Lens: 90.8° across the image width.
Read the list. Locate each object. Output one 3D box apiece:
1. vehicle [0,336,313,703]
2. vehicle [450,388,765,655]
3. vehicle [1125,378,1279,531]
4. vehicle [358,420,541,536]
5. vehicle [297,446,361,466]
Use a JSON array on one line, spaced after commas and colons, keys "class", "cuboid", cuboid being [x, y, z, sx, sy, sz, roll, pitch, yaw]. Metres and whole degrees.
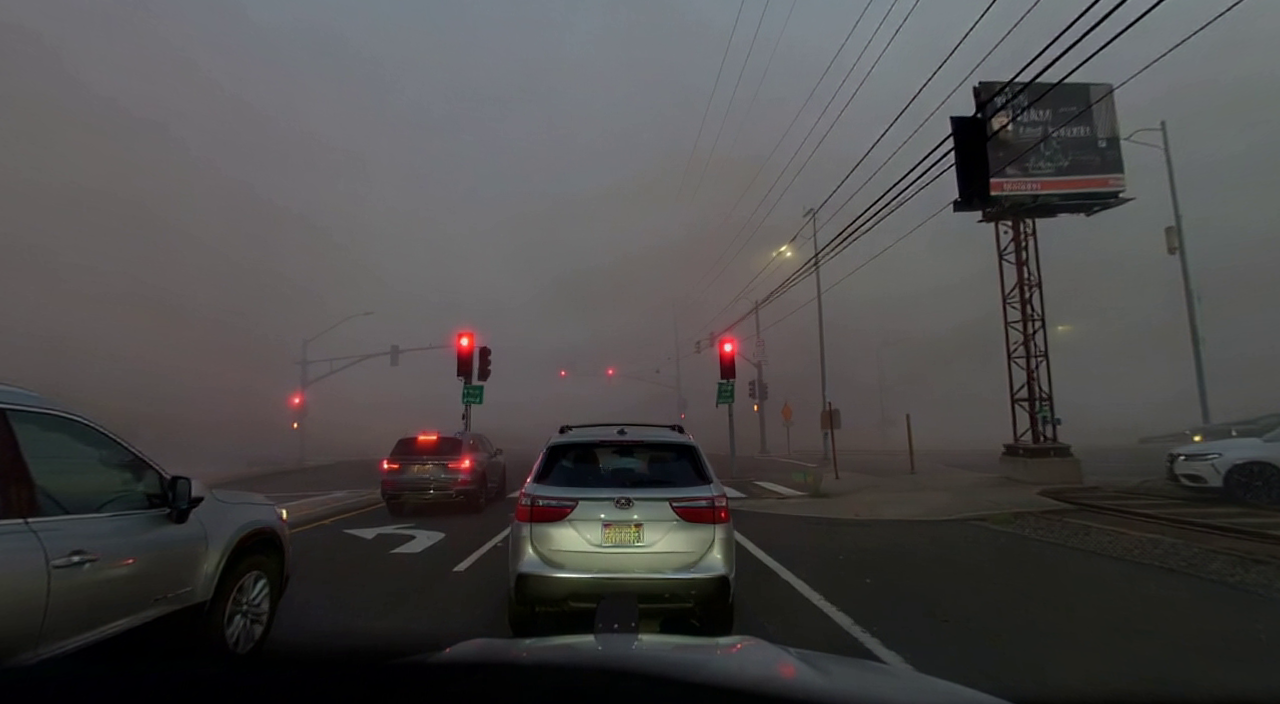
[{"class": "vehicle", "cuboid": [-3.931, 0.862, 2.969, 2.052, 1.814, 5.184, 0, -9, -1]}, {"class": "vehicle", "cuboid": [-0.212, 1.371, 5.990, 2.025, 1.723, 3.644, 0, -9, 0]}, {"class": "vehicle", "cuboid": [9.615, 1.312, 8.182, 5.060, 1.702, 2.033, 1, -9, -4]}, {"class": "vehicle", "cuboid": [-3.145, 2.183, 11.506, 1.988, 1.678, 4.317, 0, -9, 0]}, {"class": "vehicle", "cuboid": [-24.193, 8.065, 49.086, 4.357, 1.444, 1.842, -3, -9, 19]}]
